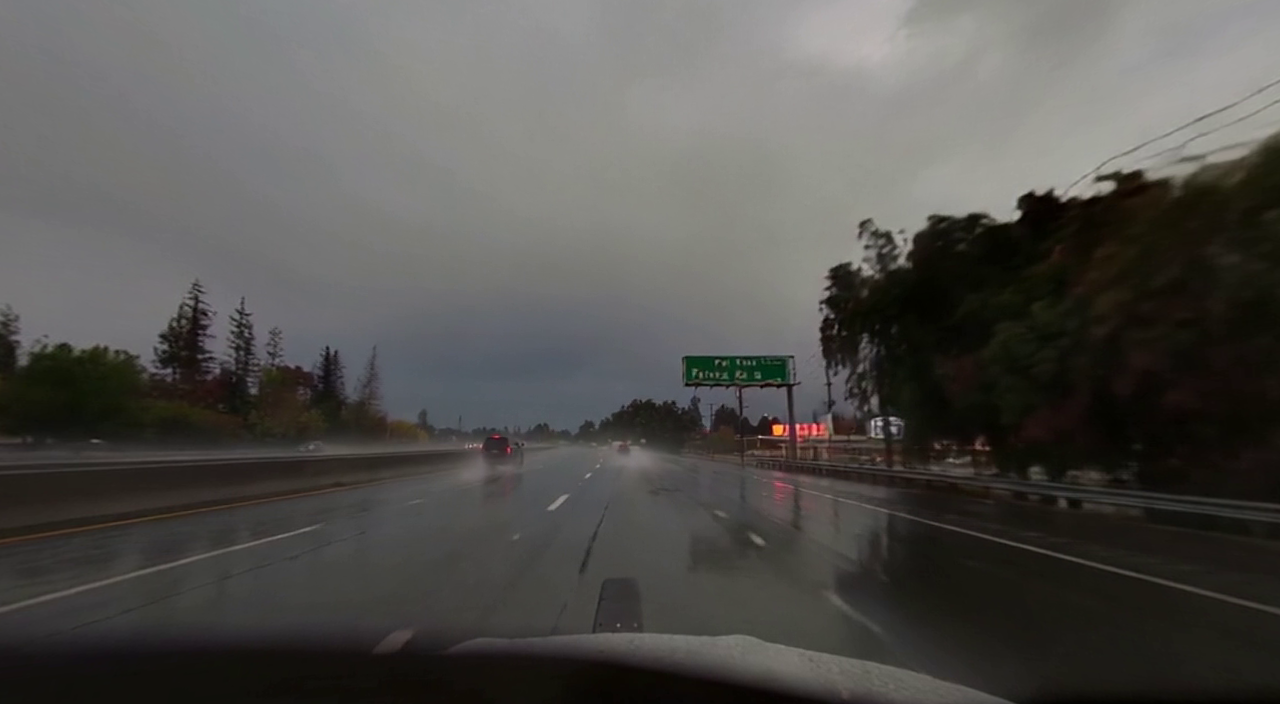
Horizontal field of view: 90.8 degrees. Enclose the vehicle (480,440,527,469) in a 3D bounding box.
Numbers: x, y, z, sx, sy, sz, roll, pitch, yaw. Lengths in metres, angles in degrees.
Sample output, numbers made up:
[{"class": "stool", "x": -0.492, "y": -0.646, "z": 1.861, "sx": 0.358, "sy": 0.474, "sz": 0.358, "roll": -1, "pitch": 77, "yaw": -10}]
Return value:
[{"class": "vehicle", "x": -8.417, "y": 6.381, "z": 39.436, "sx": 2.053, "sy": 1.682, "sz": 4.423, "roll": 0, "pitch": -8, "yaw": -1}]
